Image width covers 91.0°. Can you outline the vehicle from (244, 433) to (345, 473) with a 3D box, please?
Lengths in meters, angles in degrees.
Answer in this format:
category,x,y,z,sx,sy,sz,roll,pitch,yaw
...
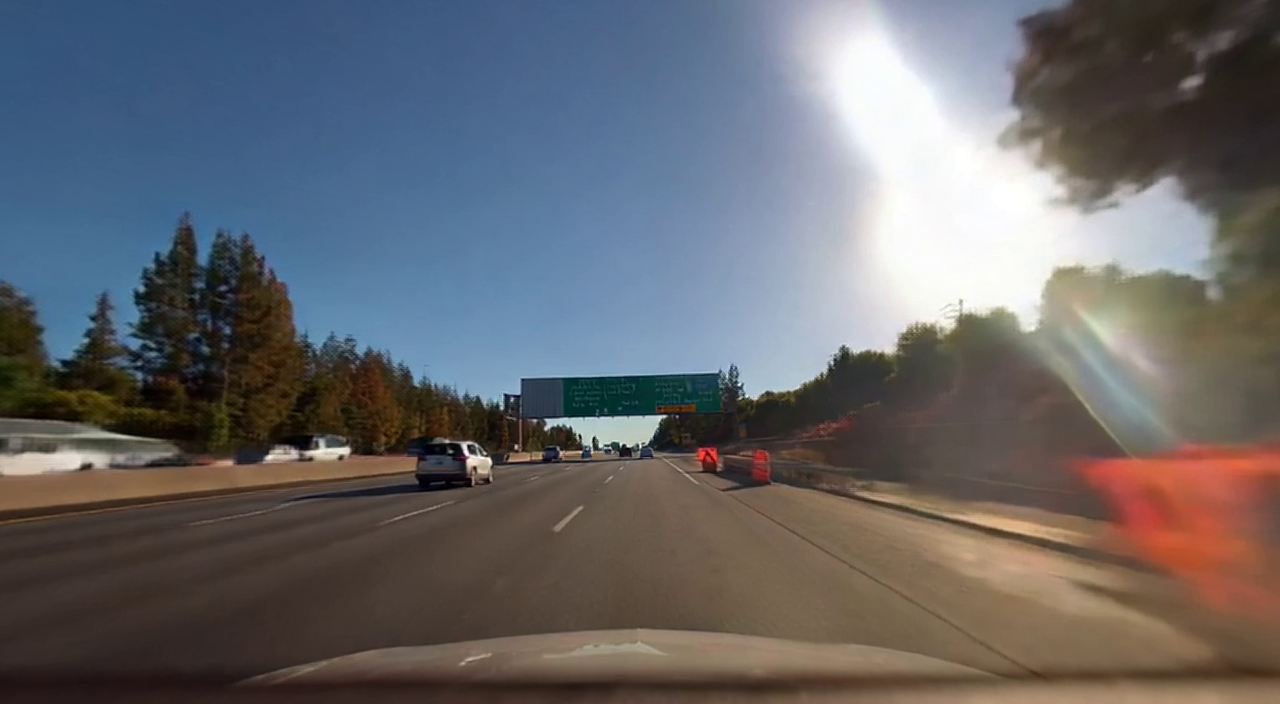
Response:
category,x,y,z,sx,sy,sz,roll,pitch,yaw
vehicle,-22.906,6.724,42.203,2.696,2.385,6.852,-1,-9,2

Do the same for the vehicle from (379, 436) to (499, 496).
category,x,y,z,sx,sy,sz,roll,pitch,yaw
vehicle,-6.415,3.698,20.784,2.402,1.733,4.512,0,-9,1

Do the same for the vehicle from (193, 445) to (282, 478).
category,x,y,z,sx,sy,sz,roll,pitch,yaw
vehicle,-19.152,5.216,30.148,1.680,1.459,3.734,-1,-9,2

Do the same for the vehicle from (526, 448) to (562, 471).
category,x,y,z,sx,sy,sz,roll,pitch,yaw
vehicle,-6.823,7.665,45.065,1.895,1.506,4.245,0,-9,0

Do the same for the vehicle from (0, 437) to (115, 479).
category,x,y,z,sx,sy,sz,roll,pitch,yaw
vehicle,-30.027,5.038,30.109,2.748,1.866,8.287,0,-8,0
